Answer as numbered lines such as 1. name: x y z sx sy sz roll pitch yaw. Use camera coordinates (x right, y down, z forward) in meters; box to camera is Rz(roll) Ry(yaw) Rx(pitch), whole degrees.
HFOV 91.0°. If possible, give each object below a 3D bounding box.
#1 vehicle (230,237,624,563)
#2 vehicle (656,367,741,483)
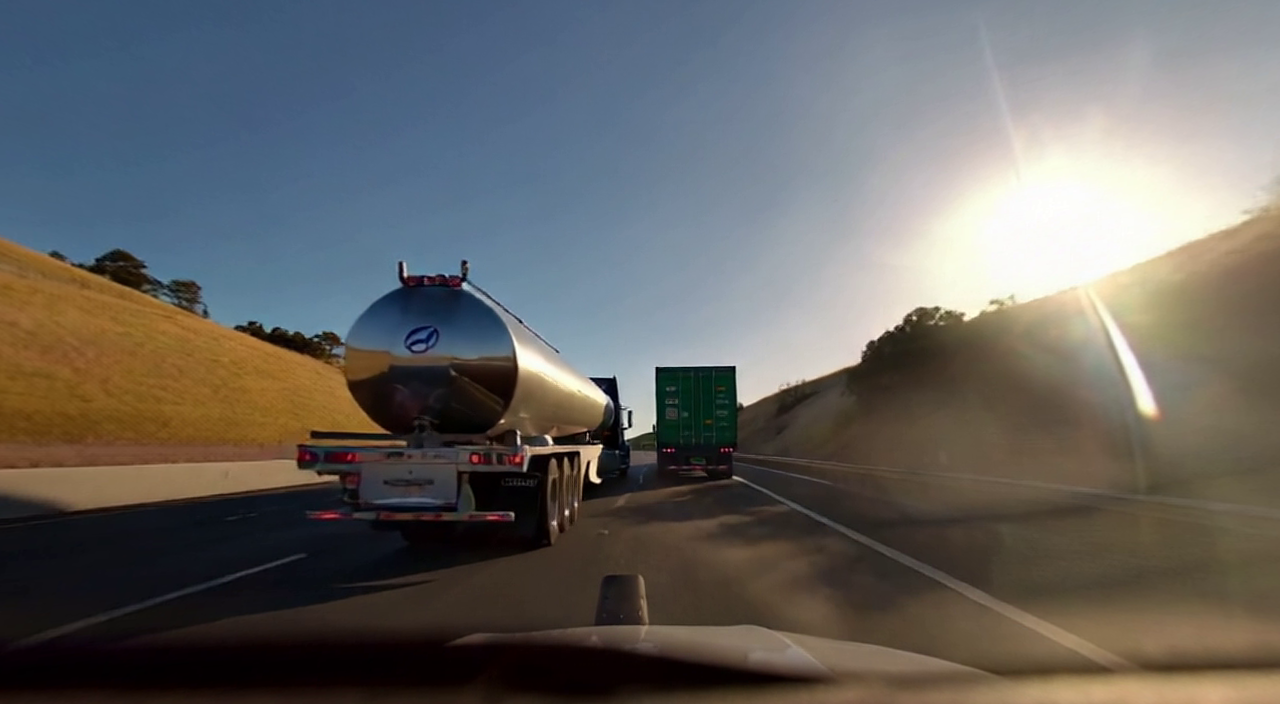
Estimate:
1. vehicle: -2.550 1.765 15.571 3.267 3.655 17.154 0 -9 2
2. vehicle: 2.219 3.378 27.644 2.942 4.003 11.297 0 -9 2
